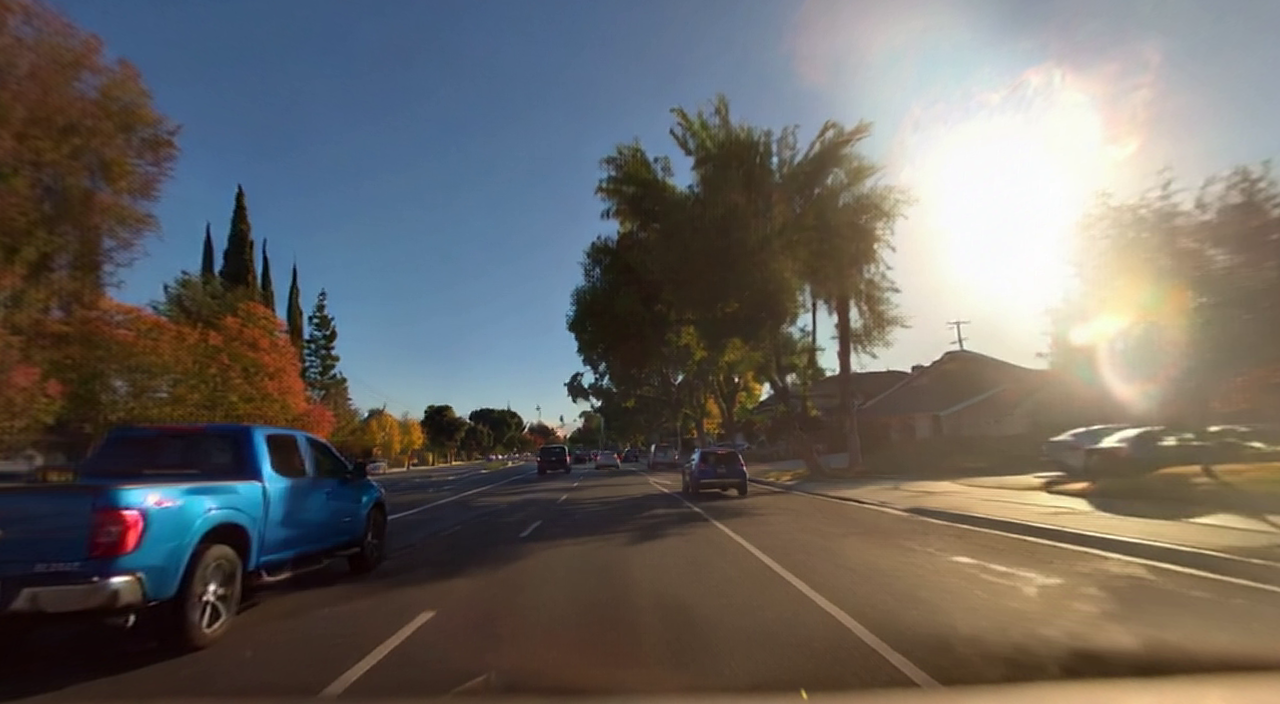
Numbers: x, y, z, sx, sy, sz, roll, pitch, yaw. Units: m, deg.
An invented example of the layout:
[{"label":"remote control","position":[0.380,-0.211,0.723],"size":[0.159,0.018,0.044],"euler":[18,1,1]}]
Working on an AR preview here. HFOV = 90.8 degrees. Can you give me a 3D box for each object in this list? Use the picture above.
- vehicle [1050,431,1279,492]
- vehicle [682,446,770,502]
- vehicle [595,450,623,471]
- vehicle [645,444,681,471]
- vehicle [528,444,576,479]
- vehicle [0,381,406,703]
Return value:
[{"label":"vehicle","position":[13.611,2.796,16.316],"size":[4.597,1.439,2.062],"euler":[0,-9,-1]},{"label":"vehicle","position":[2.452,3.589,19.108],"size":[1.884,1.463,4.195],"euler":[0,-9,-3]},{"label":"vehicle","position":[-2.440,8.275,48.416],"size":[2.030,1.477,4.330],"euler":[0,-9,-4]},{"label":"vehicle","position":[1.570,7.538,45.308],"size":[2.099,1.845,4.363],"euler":[0,-9,-4]},{"label":"vehicle","position":[-4.881,6.164,35.827],"size":[2.218,1.829,4.492],"euler":[0,-9,-2]},{"label":"vehicle","position":[-4.047,1.391,5.454],"size":[2.111,1.745,5.274],"euler":[0,-8,-1]}]
